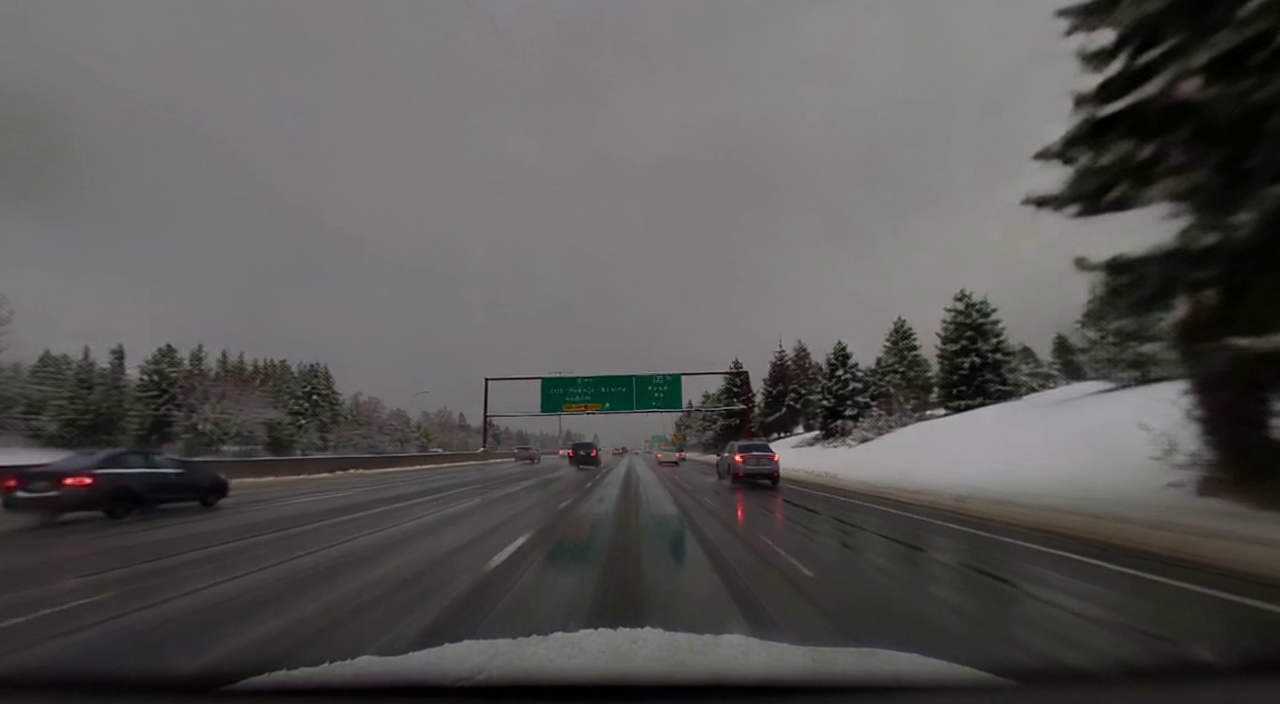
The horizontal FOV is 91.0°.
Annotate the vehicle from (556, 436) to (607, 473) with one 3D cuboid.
[{"bbox_3d":[-3.292,5.952,36.687,2.449,1.929,5.503,0,-9,0],"label":"vehicle"}]

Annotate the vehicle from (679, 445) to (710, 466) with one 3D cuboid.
[{"bbox_3d":[4.062,7.815,47.700,1.929,1.485,4.482,0,-9,0],"label":"vehicle"}]

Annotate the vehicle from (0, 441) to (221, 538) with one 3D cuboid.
[{"bbox_3d":[-10.660,2.482,12.090,1.974,1.472,4.684,0,-9,0],"label":"vehicle"}]

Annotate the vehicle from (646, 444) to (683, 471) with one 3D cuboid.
[{"bbox_3d":[1.446,6.382,38.312,2.126,1.529,4.438,-1,-9,1],"label":"vehicle"}]

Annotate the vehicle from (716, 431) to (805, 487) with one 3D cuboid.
[{"bbox_3d":[4.189,3.817,22.799,2.218,1.776,4.807,0,-9,0],"label":"vehicle"}]
